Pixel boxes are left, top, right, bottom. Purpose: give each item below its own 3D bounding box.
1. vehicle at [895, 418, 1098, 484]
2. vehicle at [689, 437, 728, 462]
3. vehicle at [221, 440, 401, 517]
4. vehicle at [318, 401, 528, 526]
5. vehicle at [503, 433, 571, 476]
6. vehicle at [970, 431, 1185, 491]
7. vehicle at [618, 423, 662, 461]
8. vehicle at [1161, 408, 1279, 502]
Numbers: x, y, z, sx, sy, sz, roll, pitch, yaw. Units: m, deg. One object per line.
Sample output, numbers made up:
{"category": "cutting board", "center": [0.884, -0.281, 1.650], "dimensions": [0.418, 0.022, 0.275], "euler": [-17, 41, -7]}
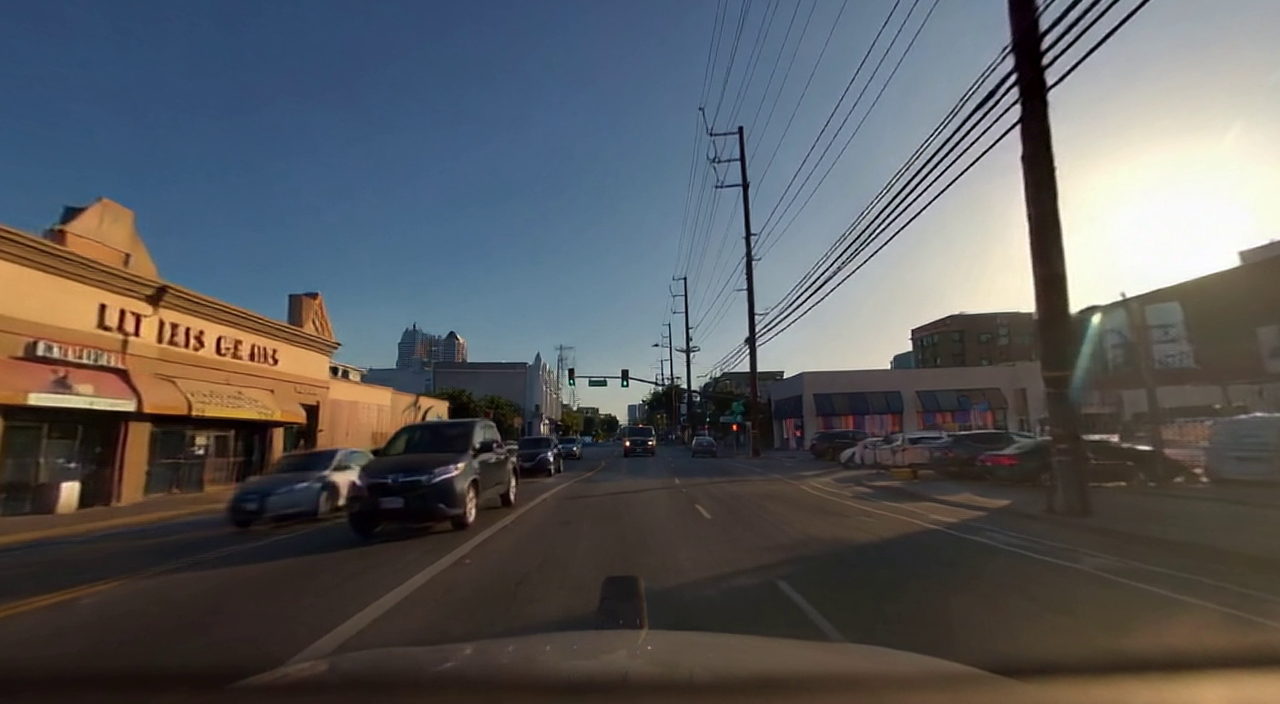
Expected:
{"category": "vehicle", "center": [10.809, 3.026, 19.473], "dimensions": [4.937, 1.827, 2.042], "euler": [-1, -8, 0]}
{"category": "vehicle", "center": [4.328, 6.247, 40.547], "dimensions": [1.926, 1.482, 4.442], "euler": [0, -8, 0]}
{"category": "vehicle", "center": [-7.392, 2.846, 14.823], "dimensions": [1.869, 1.504, 4.430], "euler": [0, -8, -1]}
{"category": "vehicle", "center": [-3.832, 2.119, 12.568], "dimensions": [2.277, 1.904, 5.583], "euler": [0, -8, -1]}
{"category": "vehicle", "center": [-4.127, 4.200, 26.158], "dimensions": [2.033, 1.572, 4.939], "euler": [0, -8, 0]}
{"category": "vehicle", "center": [11.424, 2.873, 16.762], "dimensions": [4.238, 1.464, 1.862], "euler": [-1, -8, 2]}
{"category": "vehicle", "center": [0.019, 6.019, 42.154], "dimensions": [2.683, 2.295, 6.404], "euler": [0, -8, 1]}
{"category": "vehicle", "center": [15.008, 2.213, 13.846], "dimensions": [5.307, 1.877, 2.052], "euler": [0, -8, -1]}
